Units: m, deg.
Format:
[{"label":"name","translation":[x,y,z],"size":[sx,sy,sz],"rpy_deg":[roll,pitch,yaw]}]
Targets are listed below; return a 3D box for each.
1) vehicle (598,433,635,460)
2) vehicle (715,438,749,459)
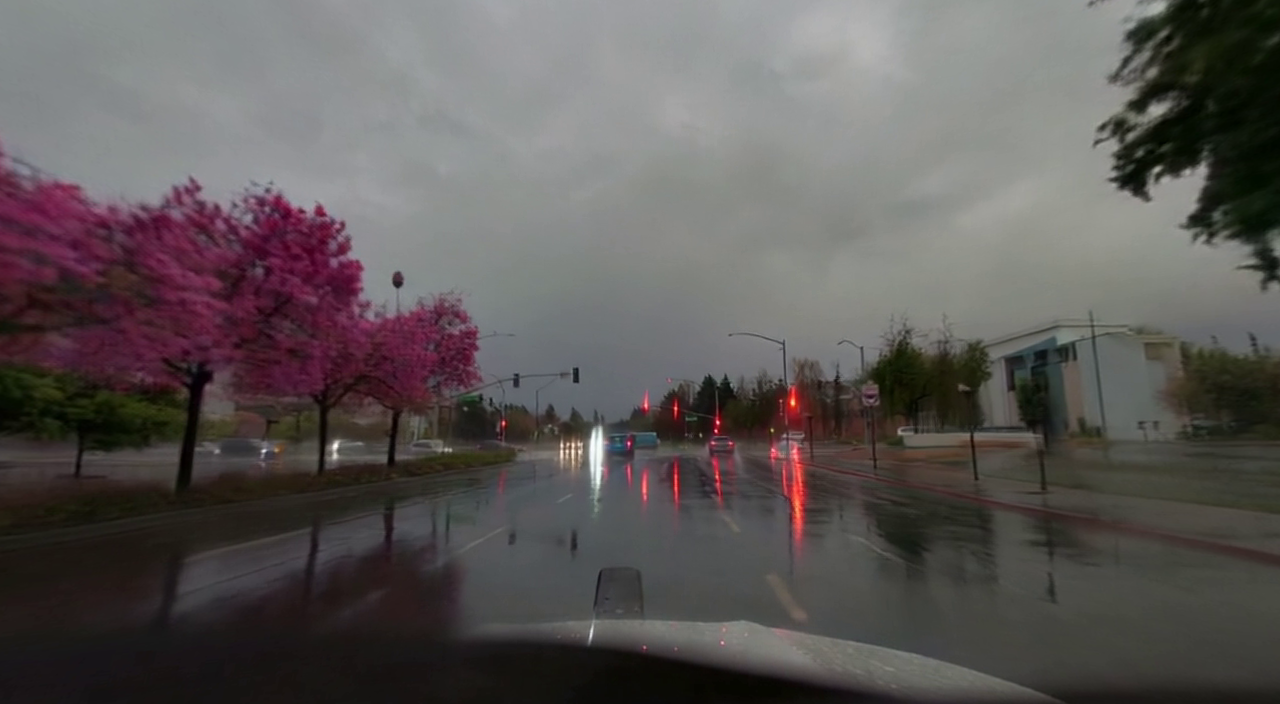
[{"label":"vehicle","translation":[-1.507,6.339,42.294],"size":[1.995,1.703,4.367],"rpy_deg":[-1,-9,5]},{"label":"vehicle","translation":[6.672,7.056,46.244],"size":[2.007,1.466,4.291],"rpy_deg":[-1,-9,3]}]
